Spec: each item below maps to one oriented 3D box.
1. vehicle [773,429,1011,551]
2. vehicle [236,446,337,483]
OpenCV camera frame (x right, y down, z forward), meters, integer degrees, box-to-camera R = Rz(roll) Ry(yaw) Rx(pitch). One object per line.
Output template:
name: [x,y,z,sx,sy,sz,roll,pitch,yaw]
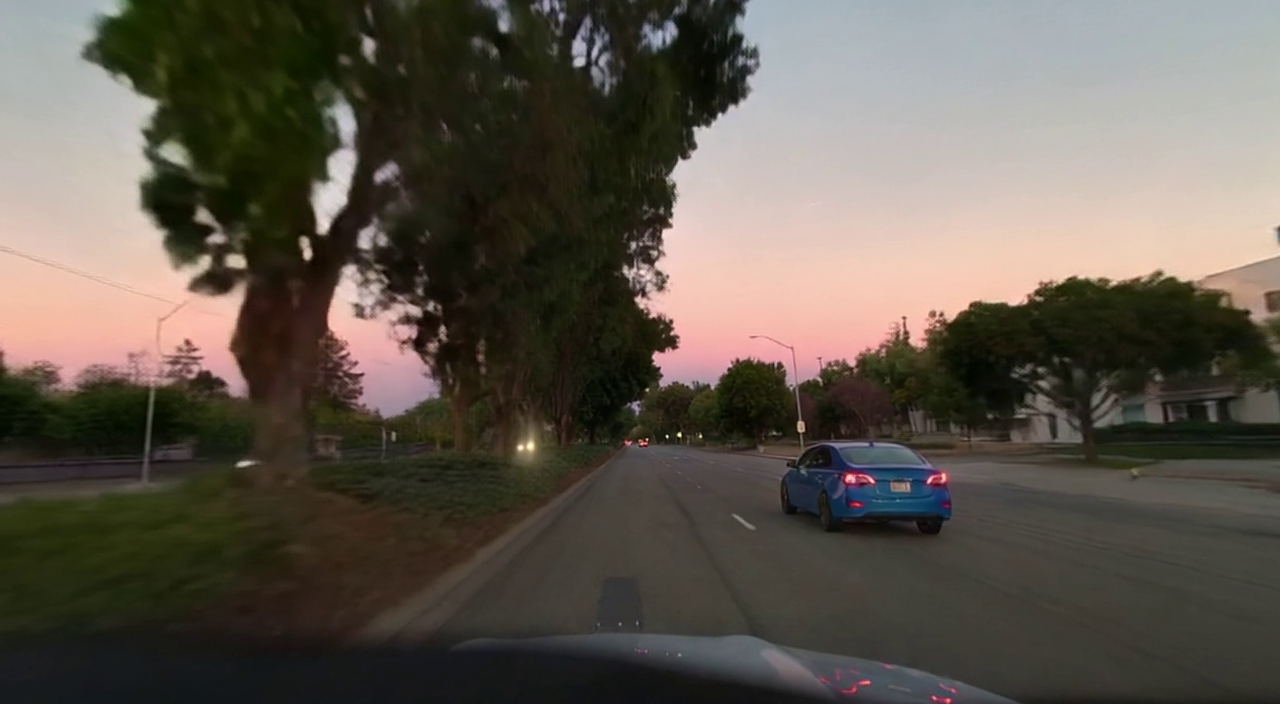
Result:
vehicle: [3.578,2.019,9.997,1.950,1.473,4.259,0,-8,-1]
vehicle: [-16.055,5.112,29.049,1.993,1.511,4.798,0,-8,-1]
